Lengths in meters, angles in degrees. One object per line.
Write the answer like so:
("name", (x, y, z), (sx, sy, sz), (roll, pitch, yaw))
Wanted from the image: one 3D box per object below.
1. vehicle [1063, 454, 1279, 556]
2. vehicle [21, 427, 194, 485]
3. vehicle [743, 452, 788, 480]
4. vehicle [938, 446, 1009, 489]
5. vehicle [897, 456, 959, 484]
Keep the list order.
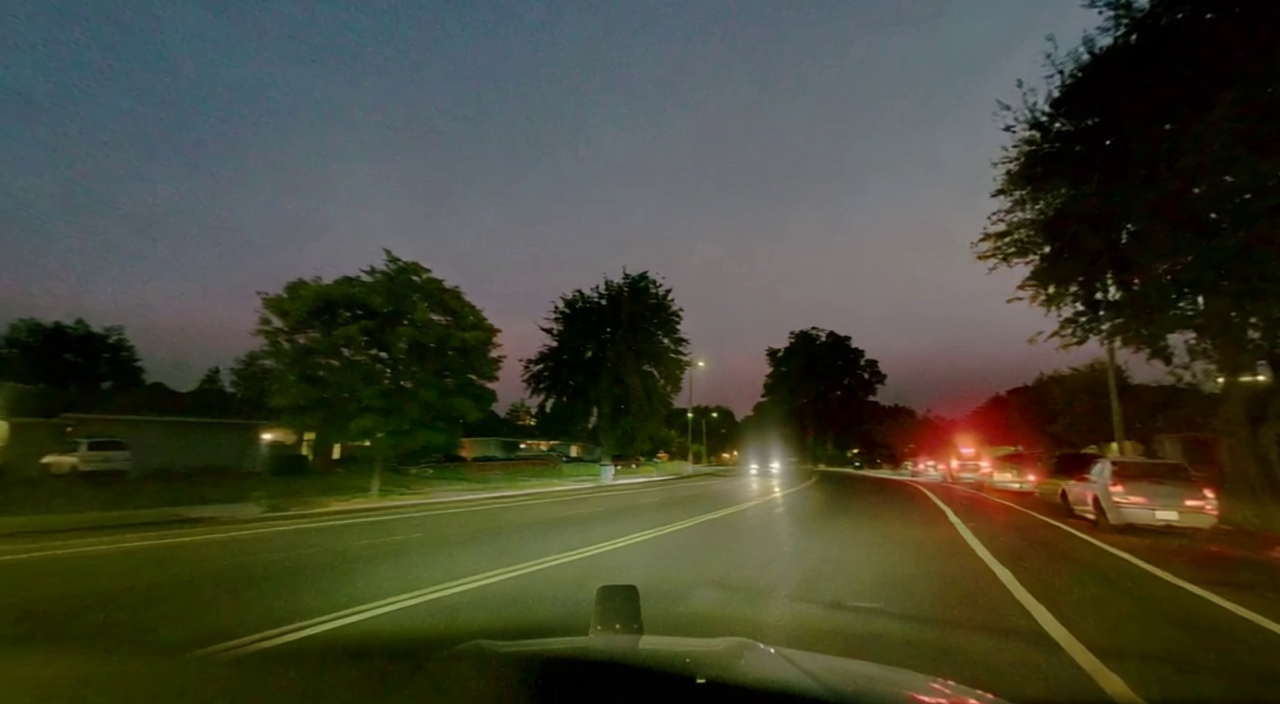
("vehicle", (10.193, 2.842, 12.513), (2.080, 1.543, 4.294), (-3, -9, 22))
("vehicle", (-19.150, 3.829, 23.110), (2.024, 1.848, 4.797), (0, -10, 1))
("vehicle", (7.632, 6.832, 38.116), (2.058, 1.551, 4.247), (-3, -9, 18))
("vehicle", (17.994, 6.196, 34.364), (2.305, 2.111, 4.965), (-2, -9, 15))
("vehicle", (20.126, 8.205, 44.378), (2.713, 1.671, 4.939), (-1, -8, 10))
